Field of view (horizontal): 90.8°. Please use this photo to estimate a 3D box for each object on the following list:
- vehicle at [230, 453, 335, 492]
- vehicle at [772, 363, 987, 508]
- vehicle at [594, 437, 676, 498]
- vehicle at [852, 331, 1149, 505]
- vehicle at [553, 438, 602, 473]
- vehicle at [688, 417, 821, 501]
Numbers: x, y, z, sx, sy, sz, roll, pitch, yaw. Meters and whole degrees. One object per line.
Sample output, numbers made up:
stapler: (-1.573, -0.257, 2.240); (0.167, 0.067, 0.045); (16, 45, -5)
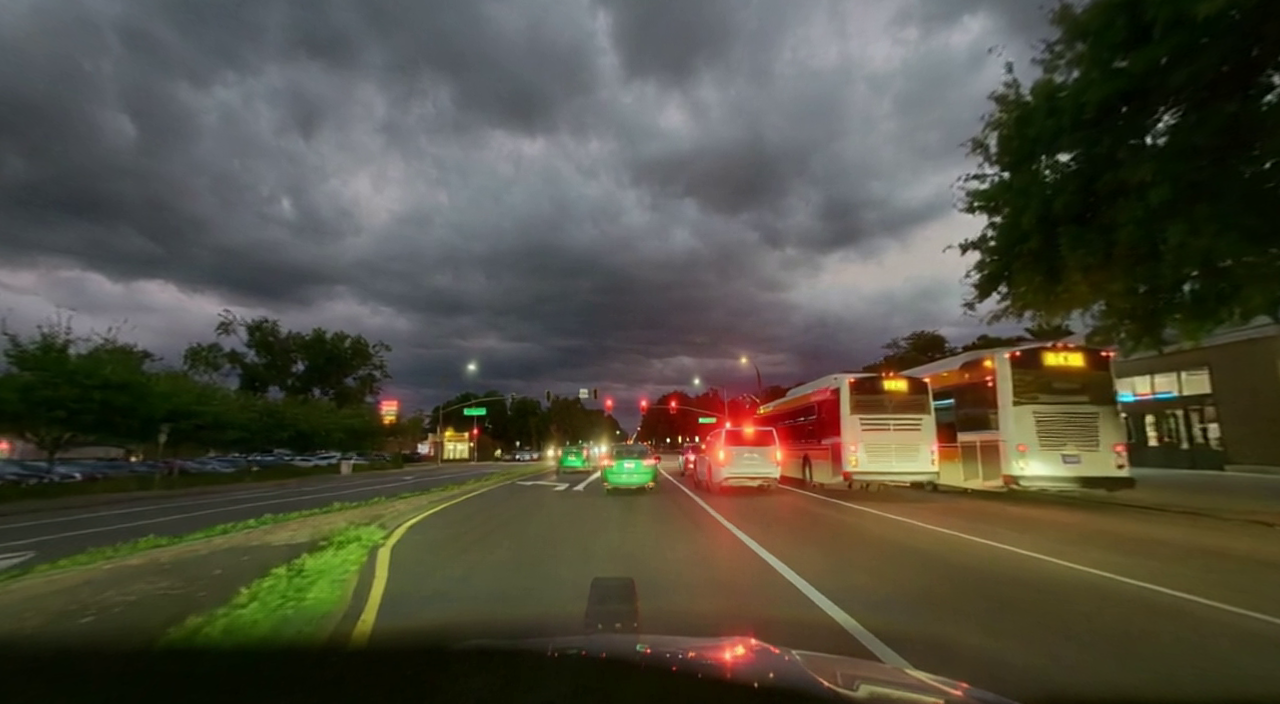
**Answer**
vehicle: (-14.812, 4.990, 26.482); (1.960, 1.396, 4.185); (0, -9, 0)
vehicle: (6.407, 2.521, 18.987); (2.879, 3.318, 8.881); (0, -8, -1)
vehicle: (-0.185, 3.198, 17.850); (2.071, 1.525, 3.723); (0, -9, -2)
vehicle: (10.235, 2.293, 20.189); (3.181, 4.110, 10.468); (0, -8, 0)
vehicle: (-3.187, 5.402, 33.221); (2.180, 1.708, 4.397); (0, -9, -1)
vehicle: (2.918, 2.961, 17.927); (2.490, 1.951, 5.931); (0, -9, -2)
